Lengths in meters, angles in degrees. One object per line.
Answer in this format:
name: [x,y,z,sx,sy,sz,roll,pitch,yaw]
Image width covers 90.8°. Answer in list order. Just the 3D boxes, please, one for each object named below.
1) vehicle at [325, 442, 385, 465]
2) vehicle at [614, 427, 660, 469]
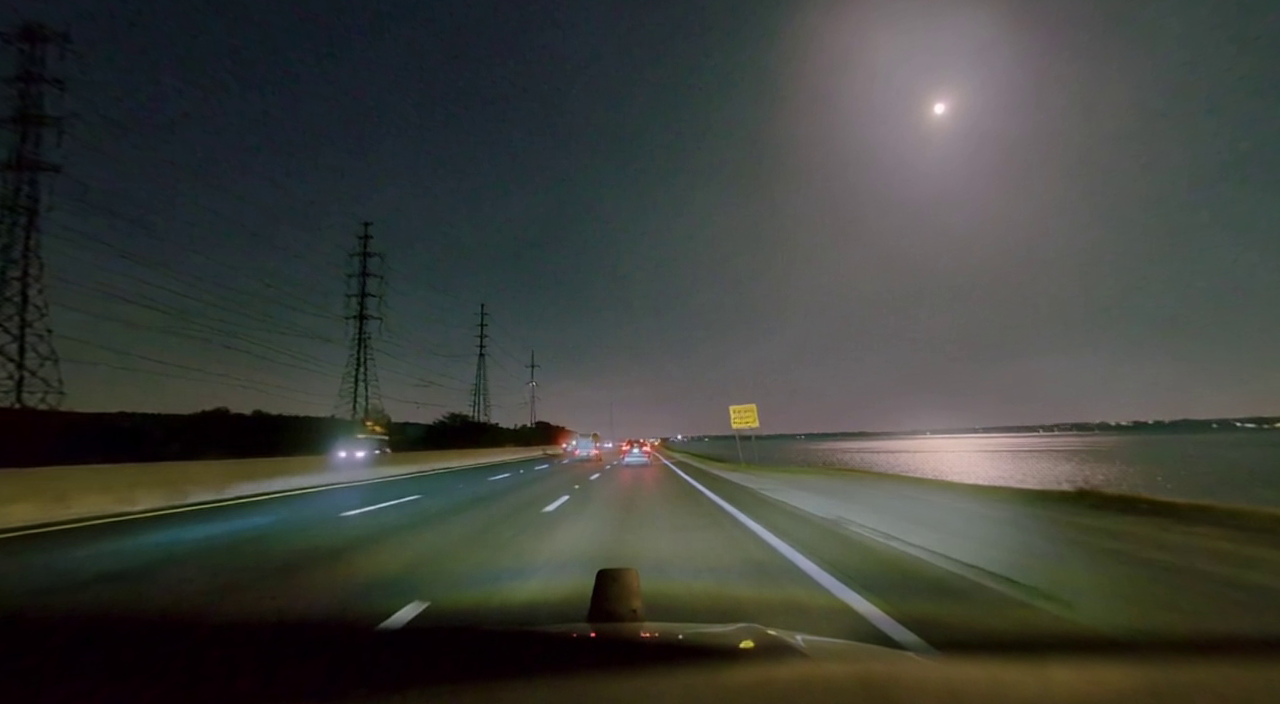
vehicle: [-19.488,6.971,43.402,1.991,1.480,4.777,0,-8,-1]
vehicle: [-0.157,5.305,34.861,2.358,2.144,4.713,0,-8,0]
